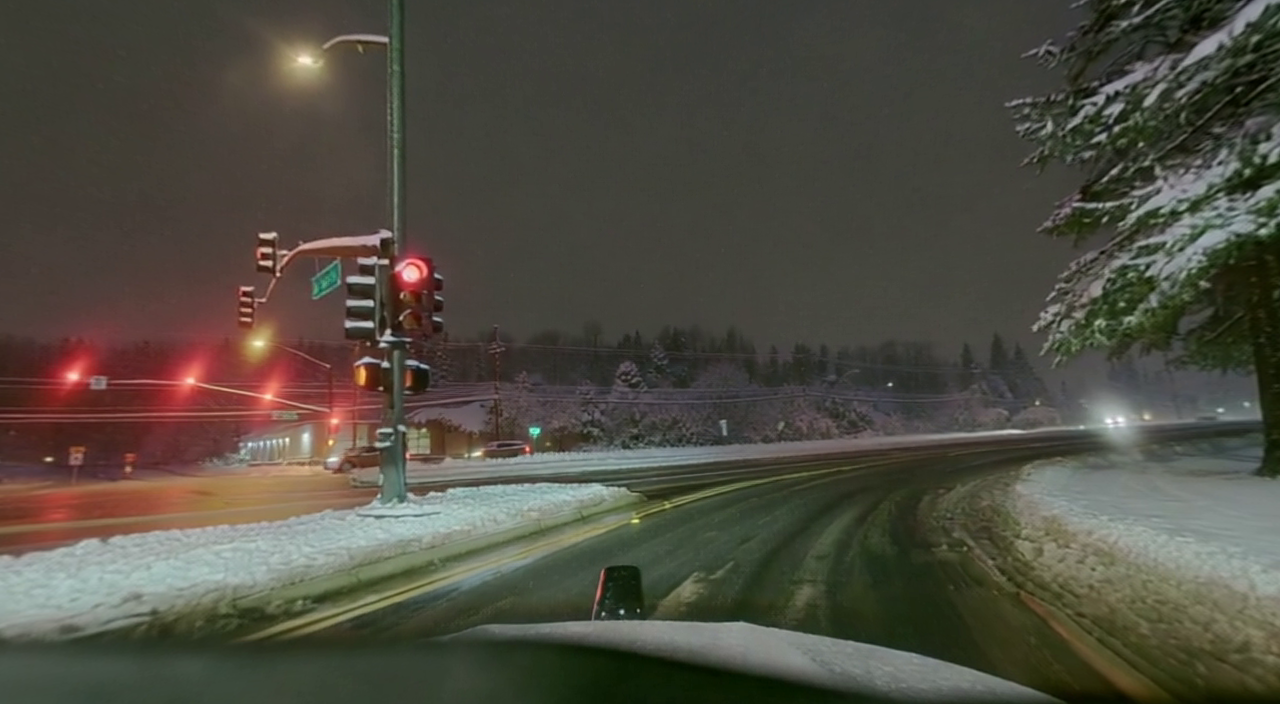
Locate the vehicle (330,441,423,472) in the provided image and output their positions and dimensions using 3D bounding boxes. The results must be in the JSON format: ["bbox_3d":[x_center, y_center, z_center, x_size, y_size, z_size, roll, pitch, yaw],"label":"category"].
[{"bbox_3d":[-16.209,6.388,38.832,4.782,1.776,2.118,7,-11,-38],"label":"vehicle"}]

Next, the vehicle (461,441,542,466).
[{"bbox_3d":[-8.573,6.327,39.230,4.527,1.444,1.811,7,-11,-38],"label":"vehicle"}]
